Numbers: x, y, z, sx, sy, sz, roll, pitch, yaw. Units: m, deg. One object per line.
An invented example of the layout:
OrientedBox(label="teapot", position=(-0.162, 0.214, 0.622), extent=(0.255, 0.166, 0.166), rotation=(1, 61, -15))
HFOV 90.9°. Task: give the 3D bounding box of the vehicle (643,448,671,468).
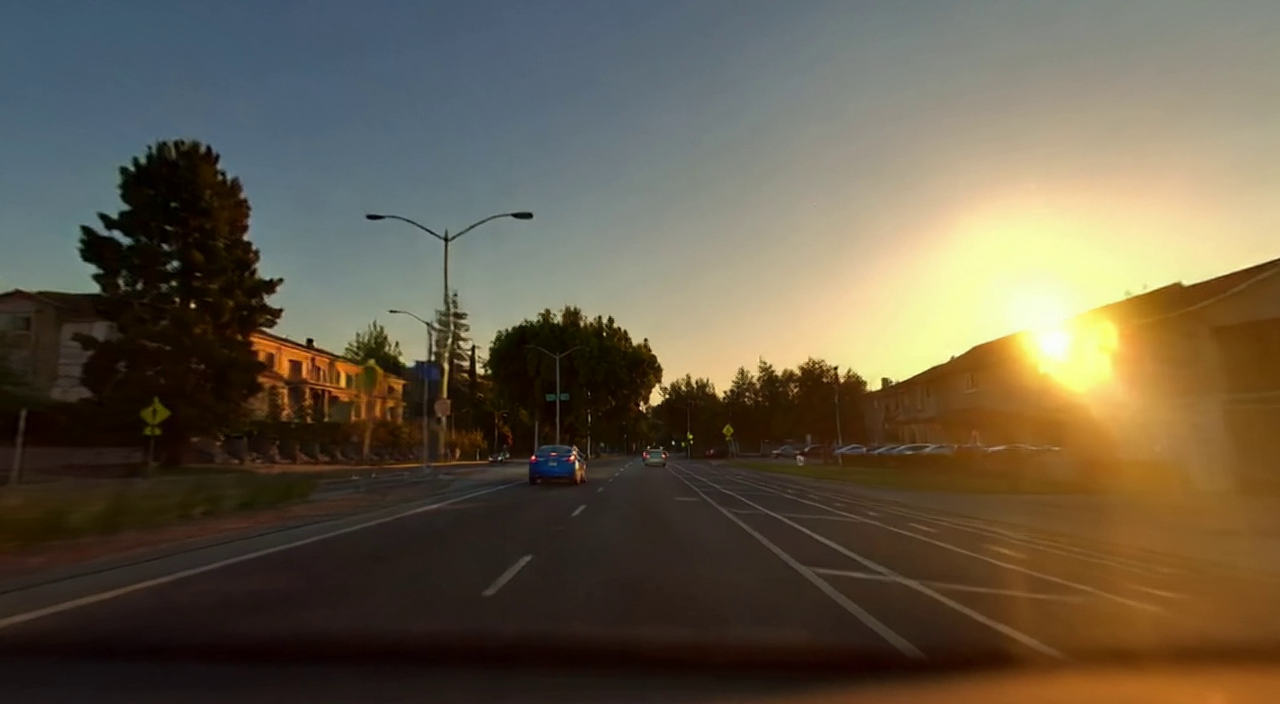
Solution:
OrientedBox(label="vehicle", position=(1.268, 8.201, 48.986), extent=(2.075, 1.480, 3.920), rotation=(0, -9, 0))

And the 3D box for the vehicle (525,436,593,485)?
OrientedBox(label="vehicle", position=(-3.237, 4.437, 26.038), extent=(2.150, 1.812, 4.423), rotation=(0, -9, 1))
